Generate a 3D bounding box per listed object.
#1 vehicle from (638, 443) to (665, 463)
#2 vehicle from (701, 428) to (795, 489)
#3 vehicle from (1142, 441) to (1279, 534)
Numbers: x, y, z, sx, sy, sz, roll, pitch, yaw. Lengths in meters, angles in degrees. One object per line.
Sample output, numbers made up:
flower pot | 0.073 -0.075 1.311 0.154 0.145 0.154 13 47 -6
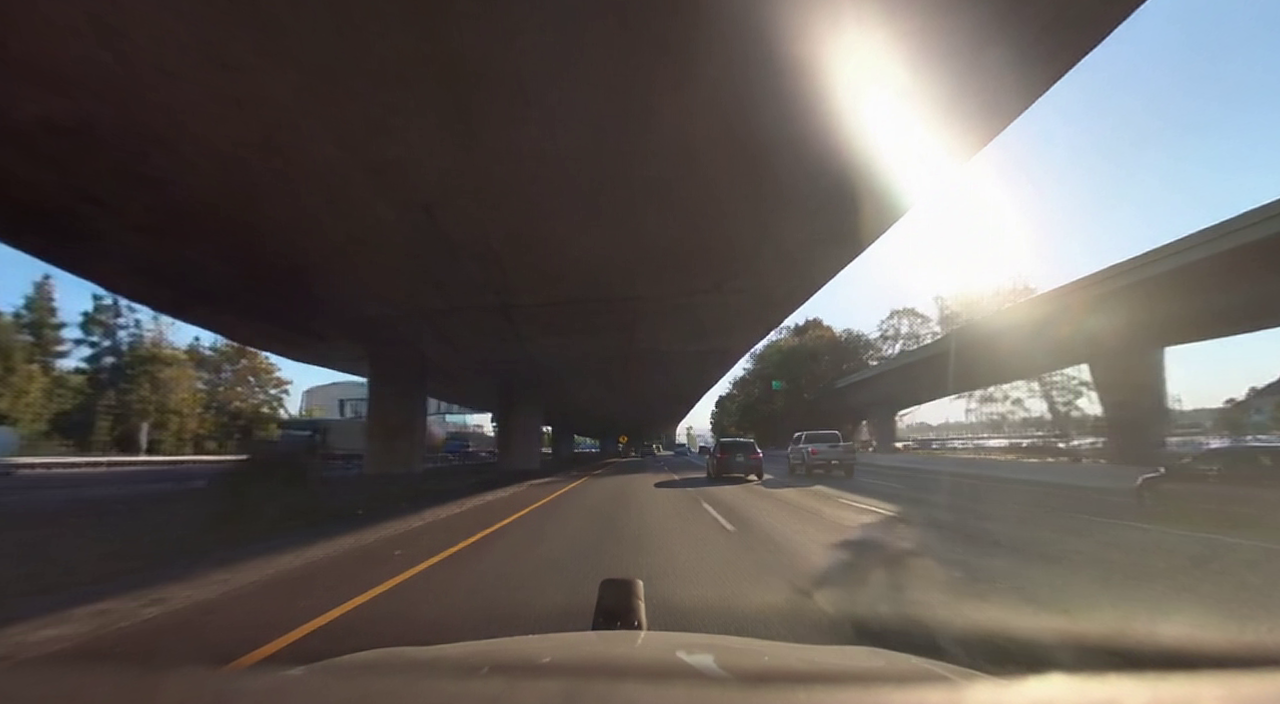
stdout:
vehicle | 0.887 7.828 48.997 2.046 1.475 3.784 -1 -9 1
vehicle | 3.414 3.521 21.114 2.226 1.779 4.835 0 -9 -1
vehicle | 11.014 2.192 10.395 1.827 1.448 4.370 0 -9 -1
